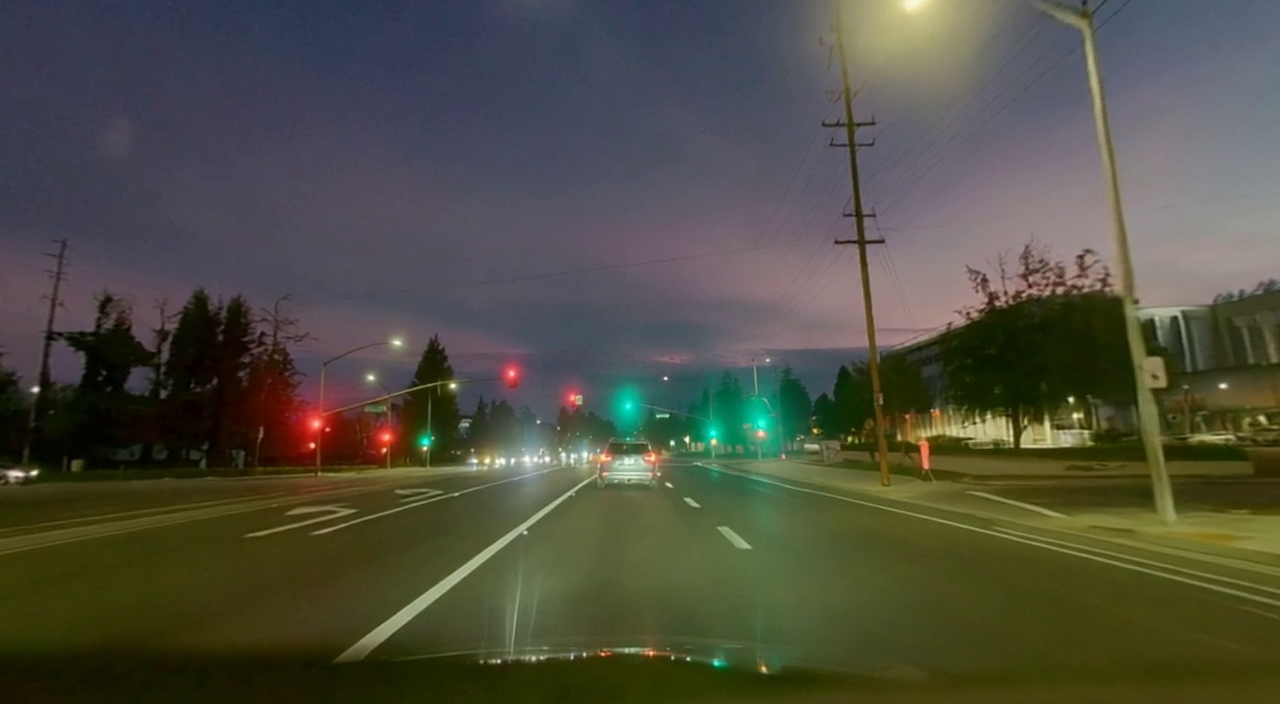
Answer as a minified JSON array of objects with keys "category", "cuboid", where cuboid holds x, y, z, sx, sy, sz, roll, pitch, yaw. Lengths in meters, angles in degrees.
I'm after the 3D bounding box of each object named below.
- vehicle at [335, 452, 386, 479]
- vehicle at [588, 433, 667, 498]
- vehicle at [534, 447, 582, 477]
[{"category":"vehicle","cuboid":[-19.579,7.963,44.487,1.986,1.704,4.546,1,-9,-7]},{"category":"vehicle","cuboid":[-0.390,3.460,19.615,2.188,1.782,3.982,0,-9,-2]},{"category":"vehicle","cuboid":[-4.275,5.841,33.777,2.075,1.474,4.367,0,-9,-1]}]
